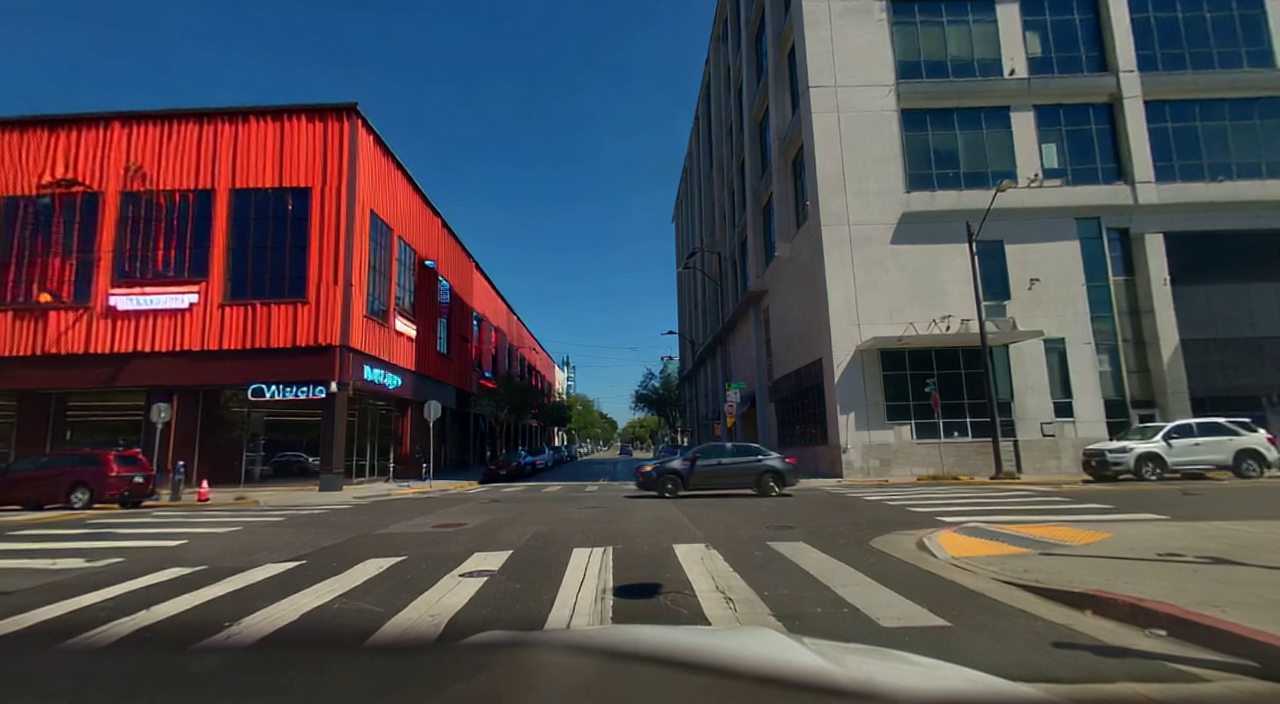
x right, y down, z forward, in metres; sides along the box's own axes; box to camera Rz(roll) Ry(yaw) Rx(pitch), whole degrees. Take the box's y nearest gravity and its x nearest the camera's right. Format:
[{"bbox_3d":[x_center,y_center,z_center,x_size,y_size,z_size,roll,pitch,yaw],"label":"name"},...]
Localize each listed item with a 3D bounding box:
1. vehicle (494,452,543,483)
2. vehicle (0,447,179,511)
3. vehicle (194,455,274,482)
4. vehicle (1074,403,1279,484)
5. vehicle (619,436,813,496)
[{"bbox_3d":[-6.233,5.937,32.724,1.864,1.447,3.887,0,-9,-2],"label":"vehicle"},{"bbox_3d":[-16.165,3.527,17.835,4.558,1.635,2.008,1,-9,-6],"label":"vehicle"},{"bbox_3d":[-24.322,6.984,37.917,3.618,1.412,1.587,-1,-9,-7],"label":"vehicle"},{"bbox_3d":[18.514,3.121,21.684,5.384,2.586,2.358,0,-9,-1],"label":"vehicle"},{"bbox_3d":[1.963,3.071,17.234,4.877,1.482,2.041,1,-9,-7],"label":"vehicle"}]
